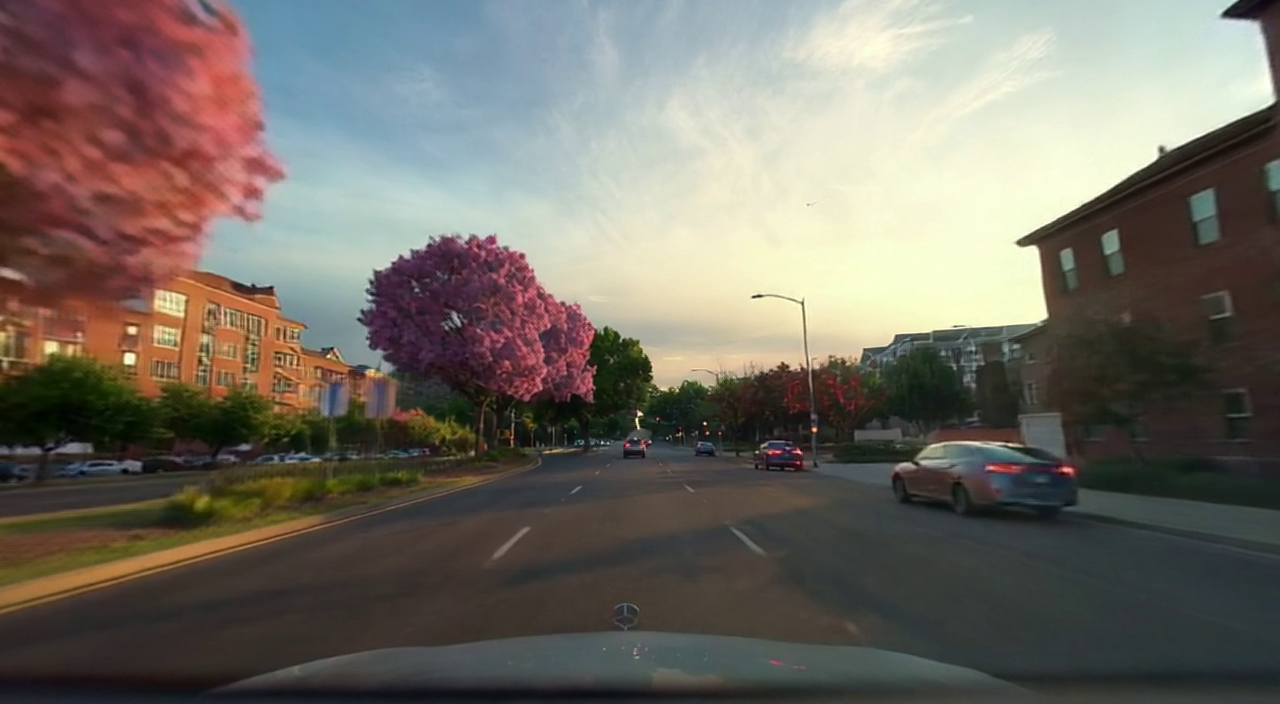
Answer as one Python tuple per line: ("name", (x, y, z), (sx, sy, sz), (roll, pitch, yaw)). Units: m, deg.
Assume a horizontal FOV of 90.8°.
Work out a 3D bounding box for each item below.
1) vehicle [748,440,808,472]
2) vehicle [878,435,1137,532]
("vehicle", (6.851, 5.215, 31.922), (2.032, 1.449, 4.413), (0, -8, 0))
("vehicle", (6.592, 2.383, 12.202), (1.891, 1.456, 4.909), (0, -8, -2))
